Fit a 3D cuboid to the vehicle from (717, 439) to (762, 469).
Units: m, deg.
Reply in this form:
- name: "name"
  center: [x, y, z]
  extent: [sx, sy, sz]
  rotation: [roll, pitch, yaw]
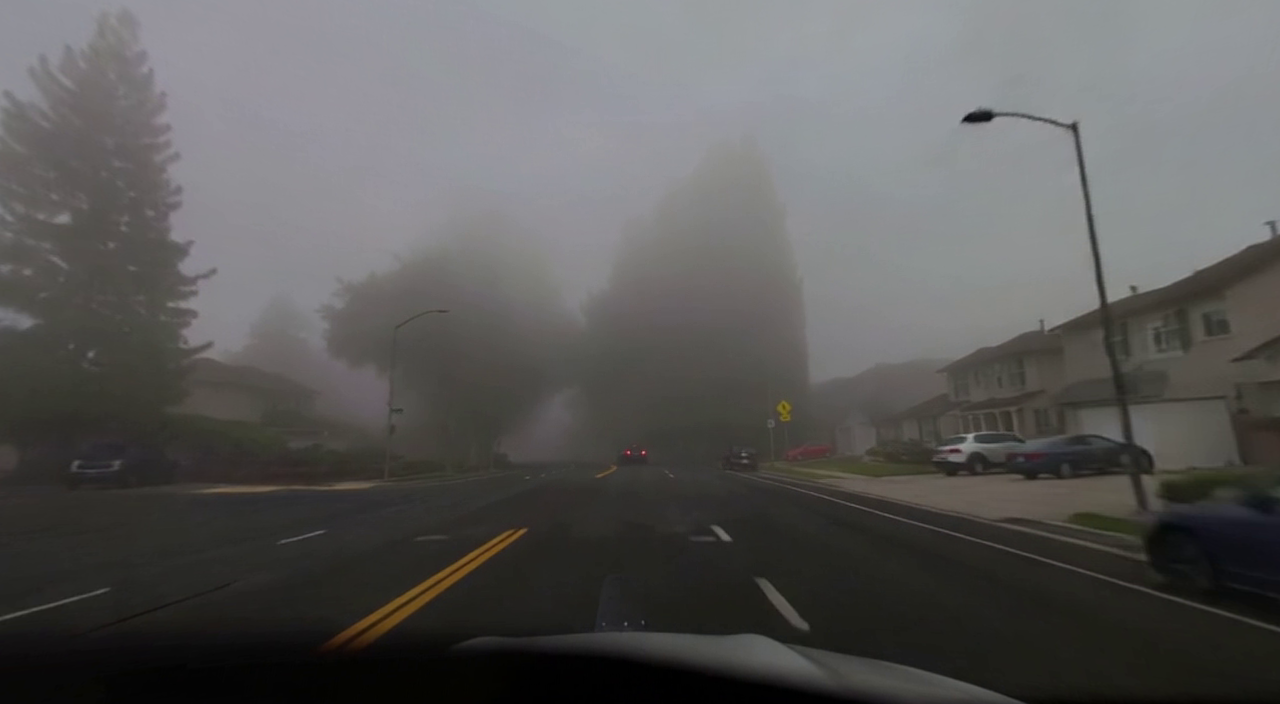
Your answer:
- name: "vehicle"
  center: [6.978, 7.220, 45.010]
  extent: [2.348, 1.986, 6.289]
  rotation: [0, -8, 1]

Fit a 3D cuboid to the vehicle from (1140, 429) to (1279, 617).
- name: "vehicle"
  center: [6.324, 1.238, 4.074]
  extent: [2.235, 1.515, 4.782]
  rotation: [0, -8, 0]

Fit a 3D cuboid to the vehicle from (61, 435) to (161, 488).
- name: "vehicle"
  center: [-23.467, 4.824, 28.209]
  extent: [2.083, 2.113, 4.490]
  rotation: [4, -9, -23]

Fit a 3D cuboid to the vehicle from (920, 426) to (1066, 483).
- name: "vehicle"
  center: [14.541, 4.137, 25.980]
  extent: [5.277, 1.749, 2.335]
  rotation: [-1, -3, -21]

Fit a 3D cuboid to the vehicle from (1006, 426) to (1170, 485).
- name: "vehicle"
  center: [14.534, 3.332, 20.492]
  extent: [4.469, 1.721, 2.191]
  rotation: [3, -9, -23]
